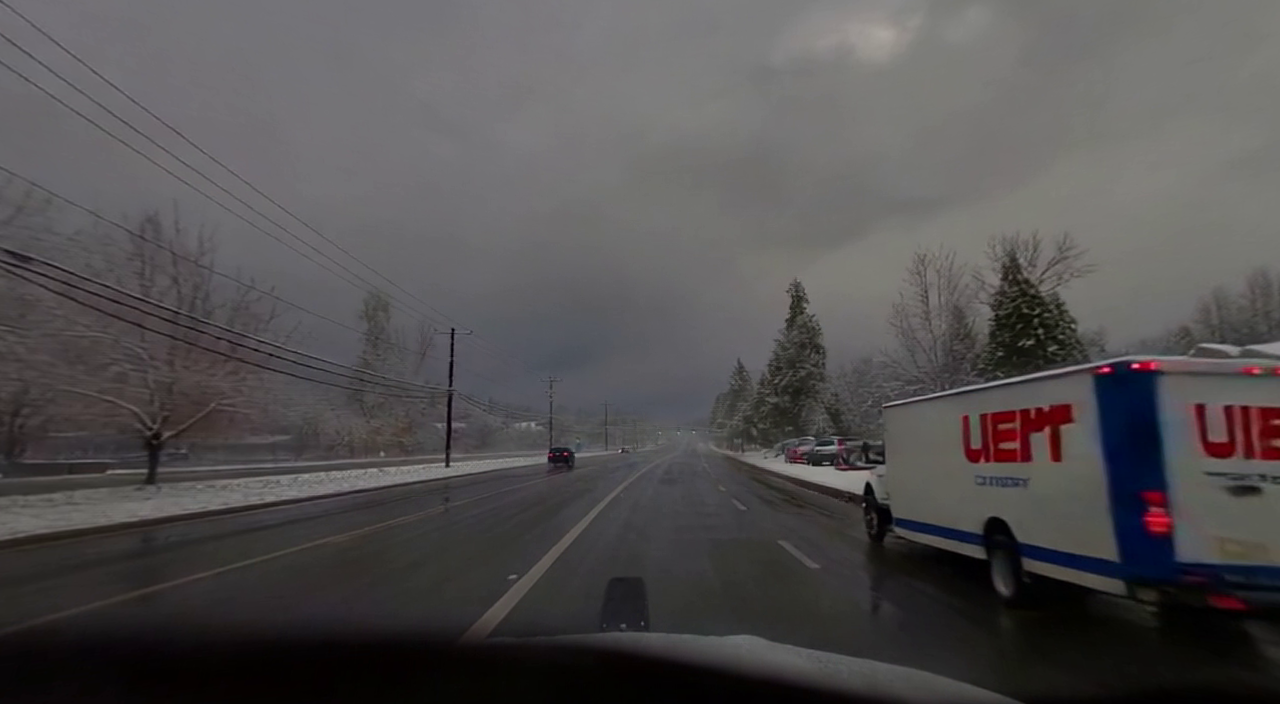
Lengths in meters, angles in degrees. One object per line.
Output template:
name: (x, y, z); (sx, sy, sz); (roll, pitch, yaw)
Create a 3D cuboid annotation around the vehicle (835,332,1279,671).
vehicle: (4.543, 1.357, 7.102); (2.695, 2.013, 6.661); (0, -8, 1)

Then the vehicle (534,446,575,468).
vehicle: (-5.883, 7.263, 43.825); (2.060, 1.473, 4.645); (0, -8, 1)
